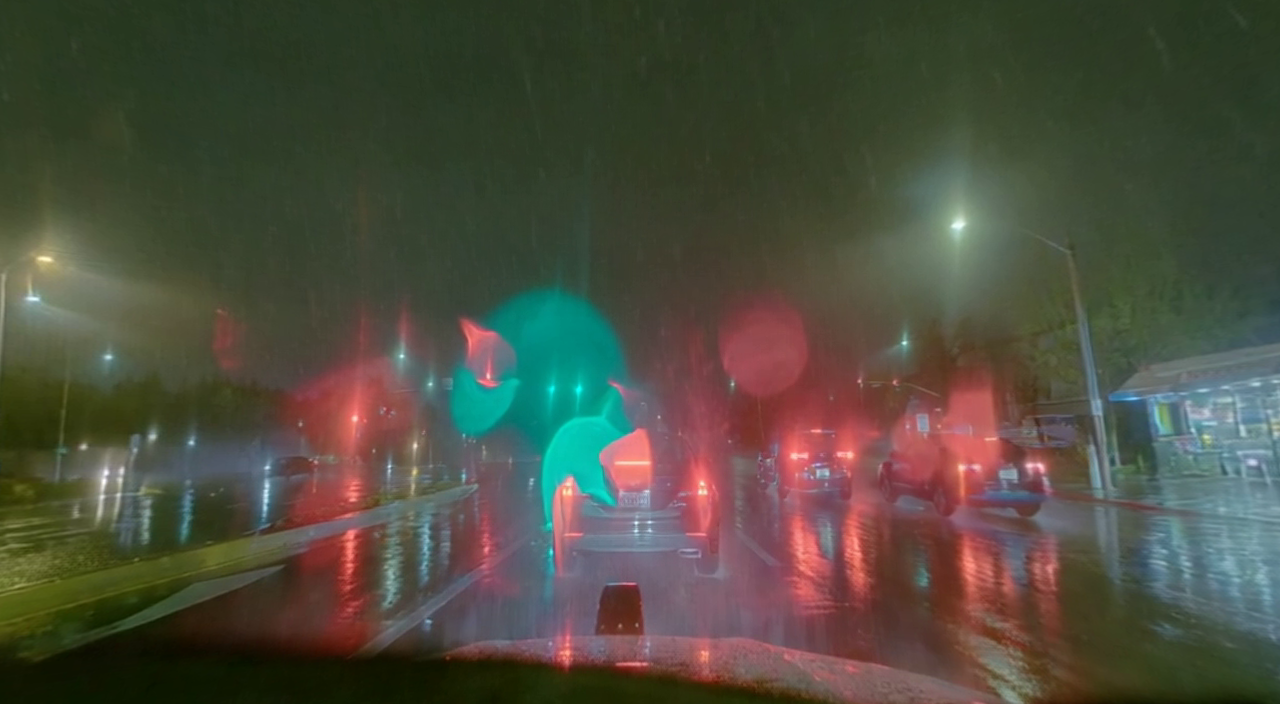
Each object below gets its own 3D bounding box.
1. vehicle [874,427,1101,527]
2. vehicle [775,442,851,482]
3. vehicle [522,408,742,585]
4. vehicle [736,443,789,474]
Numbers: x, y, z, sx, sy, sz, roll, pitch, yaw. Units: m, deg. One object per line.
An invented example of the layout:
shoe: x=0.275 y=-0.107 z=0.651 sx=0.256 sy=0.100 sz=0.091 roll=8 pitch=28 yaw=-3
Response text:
vehicle: x=6.664 y=2.434 z=12.866 sx=2.072 sy=1.652 sz=4.611 roll=0 pitch=-9 yaw=1
vehicle: x=6.852 y=4.404 z=25.424 sx=1.833 sy=1.452 sz=4.237 roll=0 pitch=-9 yaw=-1
vehicle: x=-0.063 y=1.691 z=8.116 sx=2.115 sy=1.700 sz=3.901 roll=0 pitch=-9 yaw=1
vehicle: x=6.259 y=5.460 z=32.634 sx=1.961 sy=1.477 sz=4.454 roll=0 pitch=-9 yaw=2
